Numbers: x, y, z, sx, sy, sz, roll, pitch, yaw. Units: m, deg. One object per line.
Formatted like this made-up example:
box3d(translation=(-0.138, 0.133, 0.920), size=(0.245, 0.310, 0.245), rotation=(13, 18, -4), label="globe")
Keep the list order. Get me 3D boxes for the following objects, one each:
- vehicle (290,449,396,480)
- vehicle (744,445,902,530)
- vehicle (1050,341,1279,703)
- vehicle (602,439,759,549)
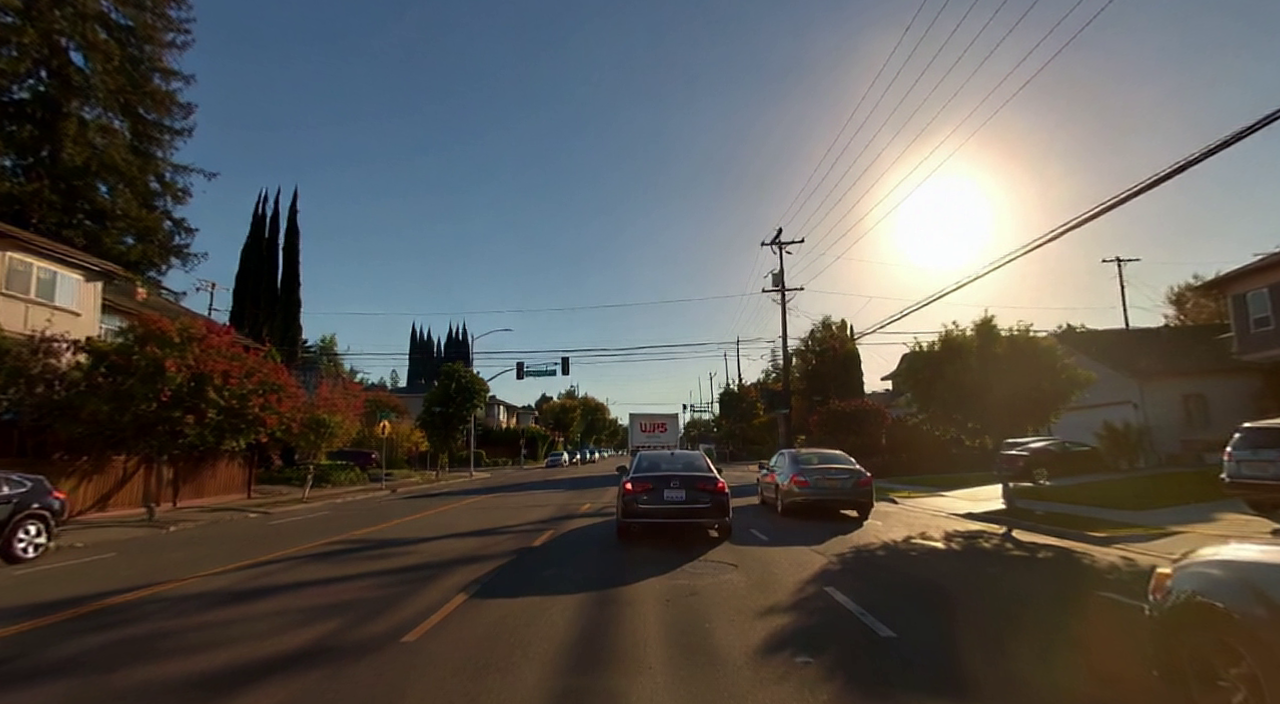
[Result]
box3d(translation=(-17.513, 6.631, 37.186), size=(5.274, 1.793, 1.921), rotation=(0, -9, 2), label="vehicle")
box3d(translation=(3.575, 2.714, 13.265), size=(1.993, 1.479, 4.487), rotation=(0, -9, 0), label="vehicle")
box3d(translation=(3.322, 0.643, 1.048), size=(2.069, 1.722, 4.888), rotation=(0, -9, 2), label="vehicle")
box3d(translation=(0.557, 2.299, 10.913), size=(2.158, 1.499, 4.377), rotation=(0, -9, 0), label="vehicle")
